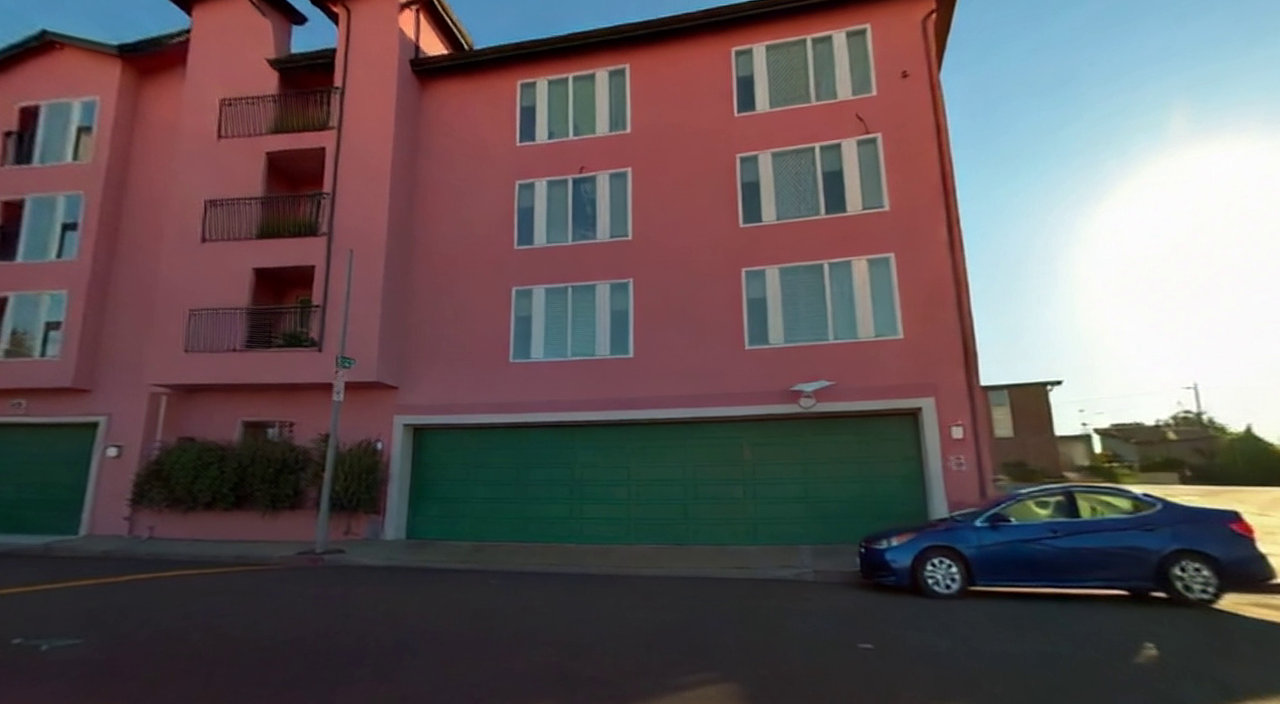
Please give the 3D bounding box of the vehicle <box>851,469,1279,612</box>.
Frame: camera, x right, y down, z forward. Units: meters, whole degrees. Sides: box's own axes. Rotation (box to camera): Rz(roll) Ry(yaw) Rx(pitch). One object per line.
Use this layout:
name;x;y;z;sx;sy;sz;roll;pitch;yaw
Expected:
vehicle;5.304;2.288;8.118;4.697;1.444;1.825;-3;-10;13
